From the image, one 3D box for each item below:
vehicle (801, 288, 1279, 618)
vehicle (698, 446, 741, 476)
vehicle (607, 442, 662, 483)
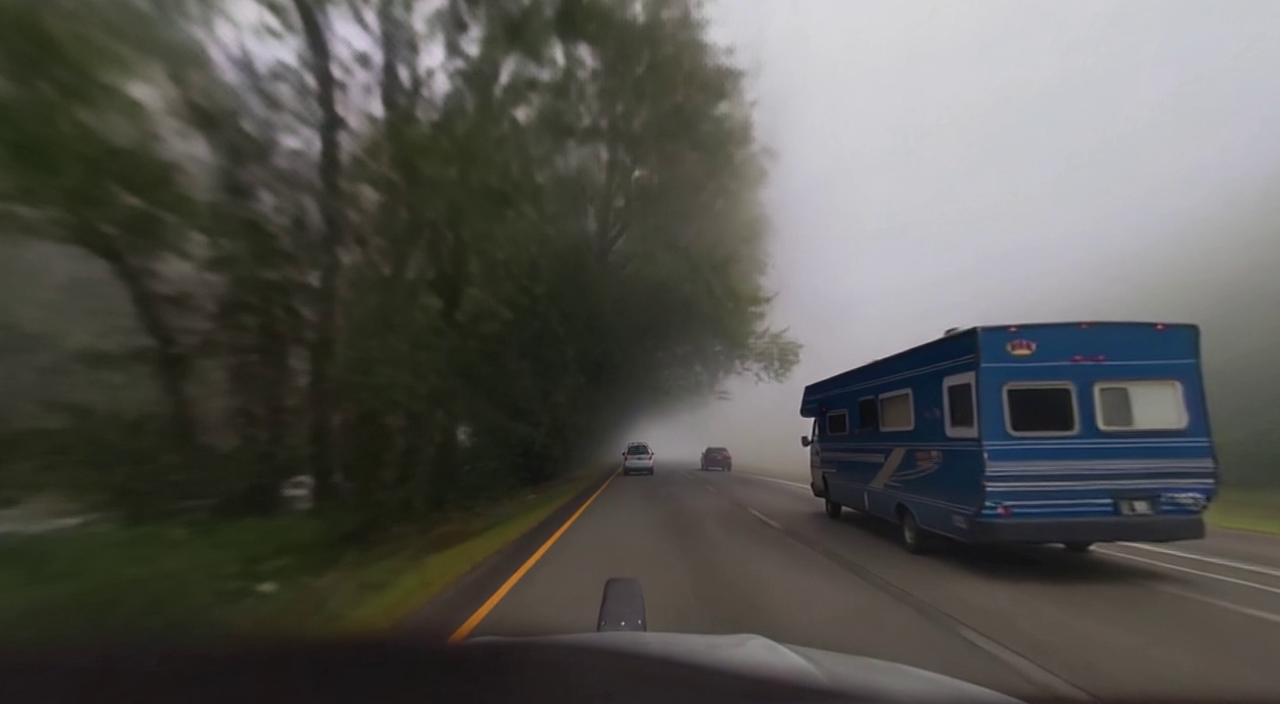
[{"bbox_3d":[4.631,1.386,8.999,2.745,2.832,7.035,1,-9,0],"label":"vehicle"},{"bbox_3d":[4.127,5.736,33.340,1.757,1.459,3.398,0,-9,-1],"label":"vehicle"},{"bbox_3d":[-0.237,4.648,26.711,2.120,1.575,4.018,0,-9,-1],"label":"vehicle"}]
